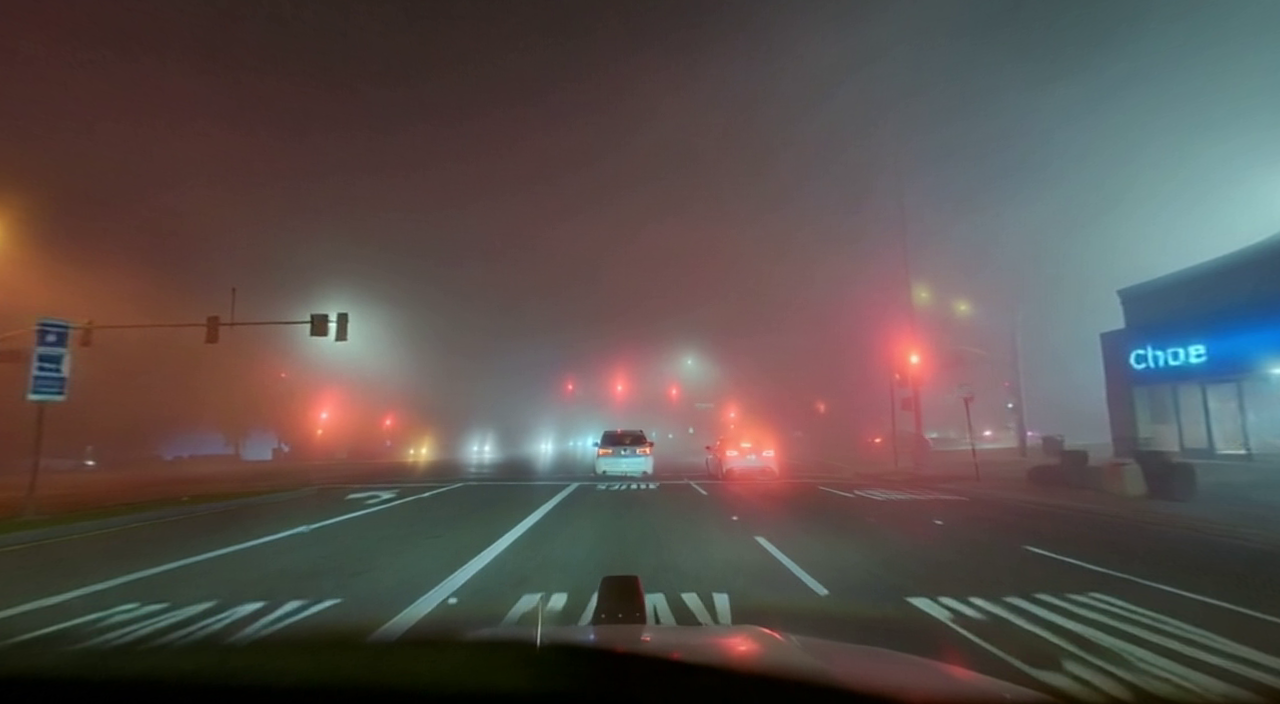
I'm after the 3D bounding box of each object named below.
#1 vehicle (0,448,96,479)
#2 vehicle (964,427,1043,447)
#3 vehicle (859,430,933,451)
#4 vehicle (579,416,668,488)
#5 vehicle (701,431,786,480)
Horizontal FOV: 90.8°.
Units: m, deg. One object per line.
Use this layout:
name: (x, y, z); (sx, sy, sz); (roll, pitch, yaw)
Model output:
vehicle: (-39.688, 7.451, 42.258); (4.610, 1.691, 2.034); (-3, -8, -2)
vehicle: (27.561, 6.477, 47.993); (4.766, 1.462, 1.872); (0, -8, 0)
vehicle: (19.416, 6.717, 48.017); (4.851, 1.517, 1.720); (0, -8, -2)
vehicle: (-0.436, 2.935, 18.739); (2.313, 1.860, 4.319); (0, -8, 0)
vehicle: (3.408, 3.515, 21.706); (2.080, 1.472, 4.401); (0, -8, -1)
